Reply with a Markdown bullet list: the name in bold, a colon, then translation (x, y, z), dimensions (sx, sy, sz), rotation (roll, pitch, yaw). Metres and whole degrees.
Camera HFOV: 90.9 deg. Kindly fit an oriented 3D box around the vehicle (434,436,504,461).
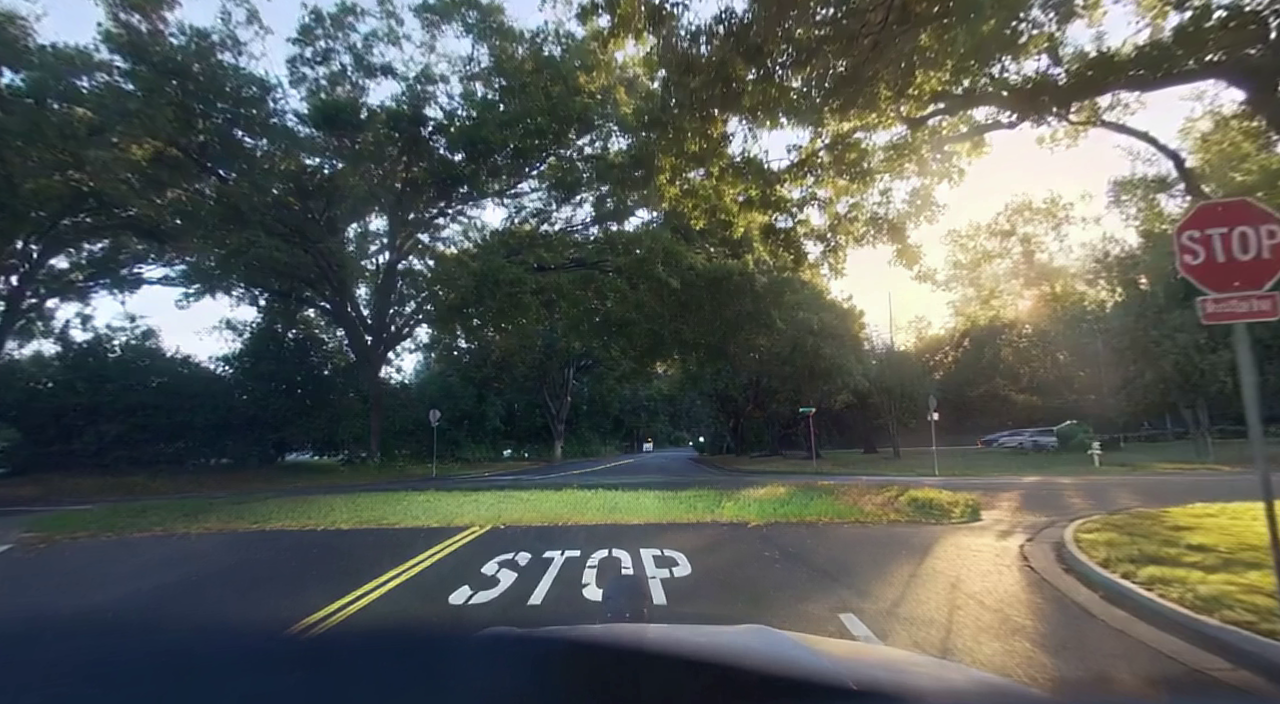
- **vehicle**: translation (-12.627, 7.163, 46.752), dimensions (4.590, 1.735, 1.973), rotation (0, -8, 2)
